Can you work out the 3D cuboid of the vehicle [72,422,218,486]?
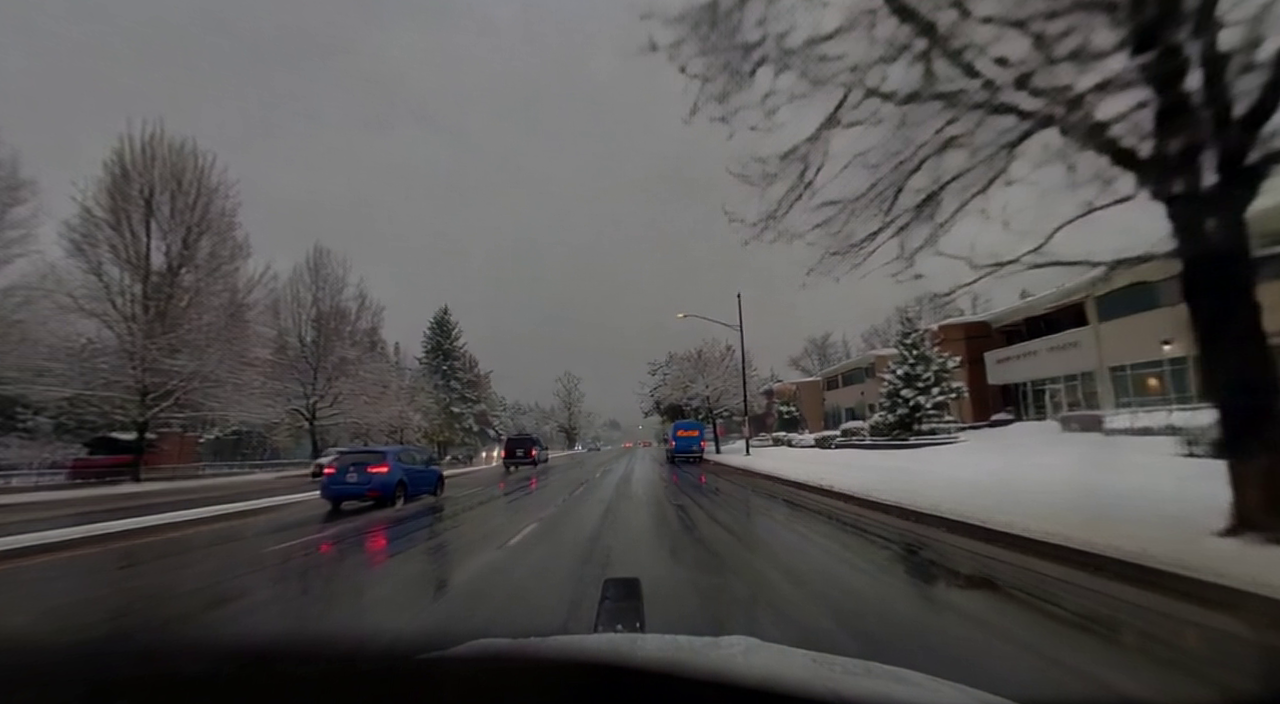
[{"bbox_3d":[-34.347,7.142,44.515,2.781,3.955,8.836,-1,-9,2],"label":"vehicle"}]

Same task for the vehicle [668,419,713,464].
[{"bbox_3d":[3.477,6.369,44.839,2.791,3.026,4.668,0,-9,0],"label":"vehicle"}]

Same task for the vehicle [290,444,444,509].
[{"bbox_3d":[-6.848,3.142,16.470,1.970,1.456,4.441,0,-9,1],"label":"vehicle"}]

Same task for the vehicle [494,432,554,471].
[{"bbox_3d":[-6.664,5.796,36.886,2.332,2.039,5.678,0,-9,1],"label":"vehicle"}]
